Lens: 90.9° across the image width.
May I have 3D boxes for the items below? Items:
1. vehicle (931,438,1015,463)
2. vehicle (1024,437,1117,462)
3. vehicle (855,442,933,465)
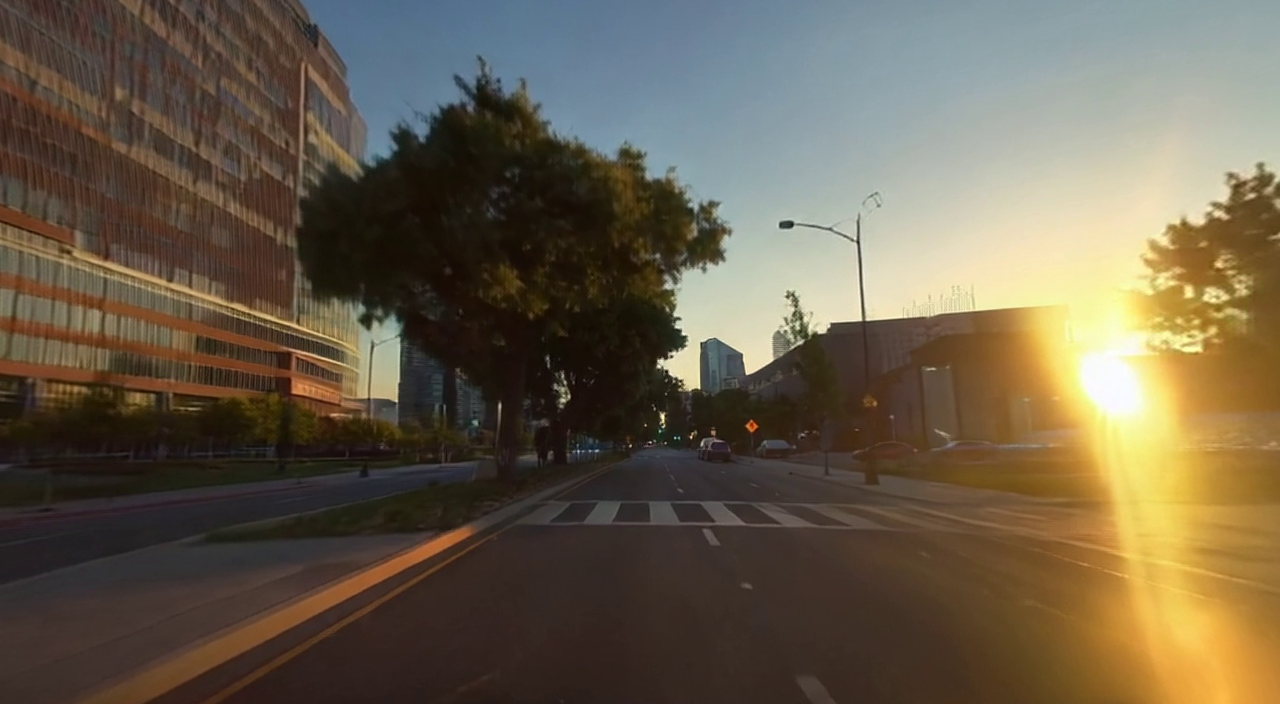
[{"bbox_3d":[21.316,6.289,40.473,4.333,1.491,1.744,-1,-7,1],"label":"vehicle"},{"bbox_3d":[27.519,6.214,40.361,4.560,1.444,1.929,-1,-8,-2],"label":"vehicle"},{"bbox_3d":[16.389,6.550,40.789,4.276,1.397,1.786,0,-8,0],"label":"vehicle"}]
